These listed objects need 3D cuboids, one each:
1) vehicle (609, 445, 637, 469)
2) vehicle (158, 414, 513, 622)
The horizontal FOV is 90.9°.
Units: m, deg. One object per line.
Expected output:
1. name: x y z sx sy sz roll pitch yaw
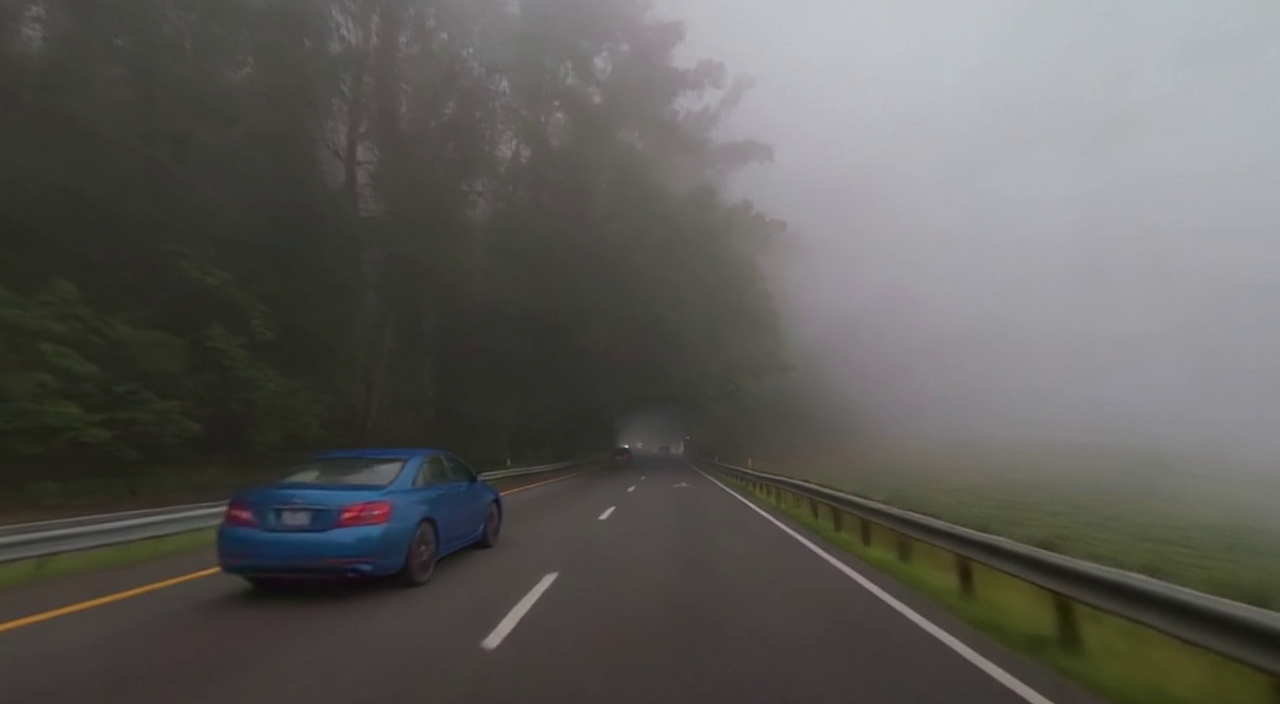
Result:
1. vehicle: -1.139 7.128 42.786 1.675 1.537 3.574 -1 -9 2
2. vehicle: -2.695 1.545 6.646 1.846 1.566 3.525 -1 -9 2
